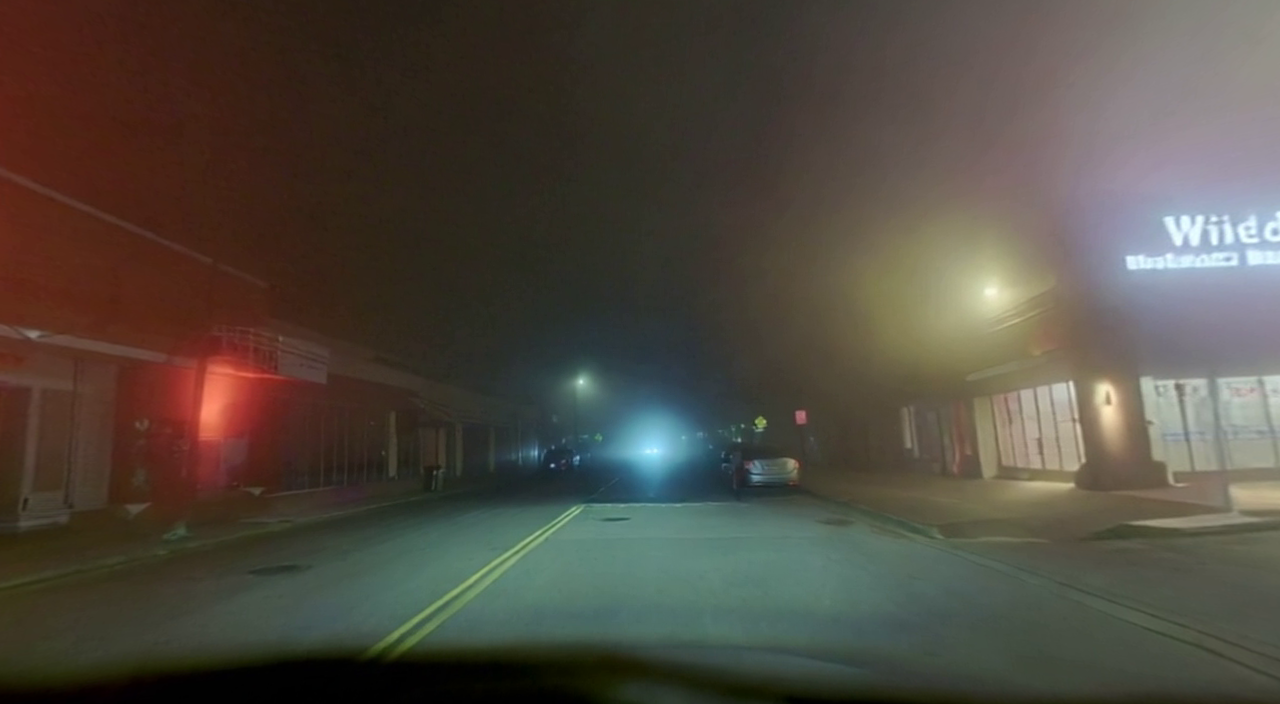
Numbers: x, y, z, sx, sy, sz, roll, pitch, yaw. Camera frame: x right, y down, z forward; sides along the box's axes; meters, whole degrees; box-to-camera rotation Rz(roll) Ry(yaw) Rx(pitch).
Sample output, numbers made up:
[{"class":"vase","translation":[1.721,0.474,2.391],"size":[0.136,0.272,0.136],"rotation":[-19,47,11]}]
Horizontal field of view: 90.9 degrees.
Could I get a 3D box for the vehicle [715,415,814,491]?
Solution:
[{"class":"vehicle","translation":[3.621,2.996,19.310],"size":[2.150,2.013,4.748],"rotation":[-1,-7,2]}]
